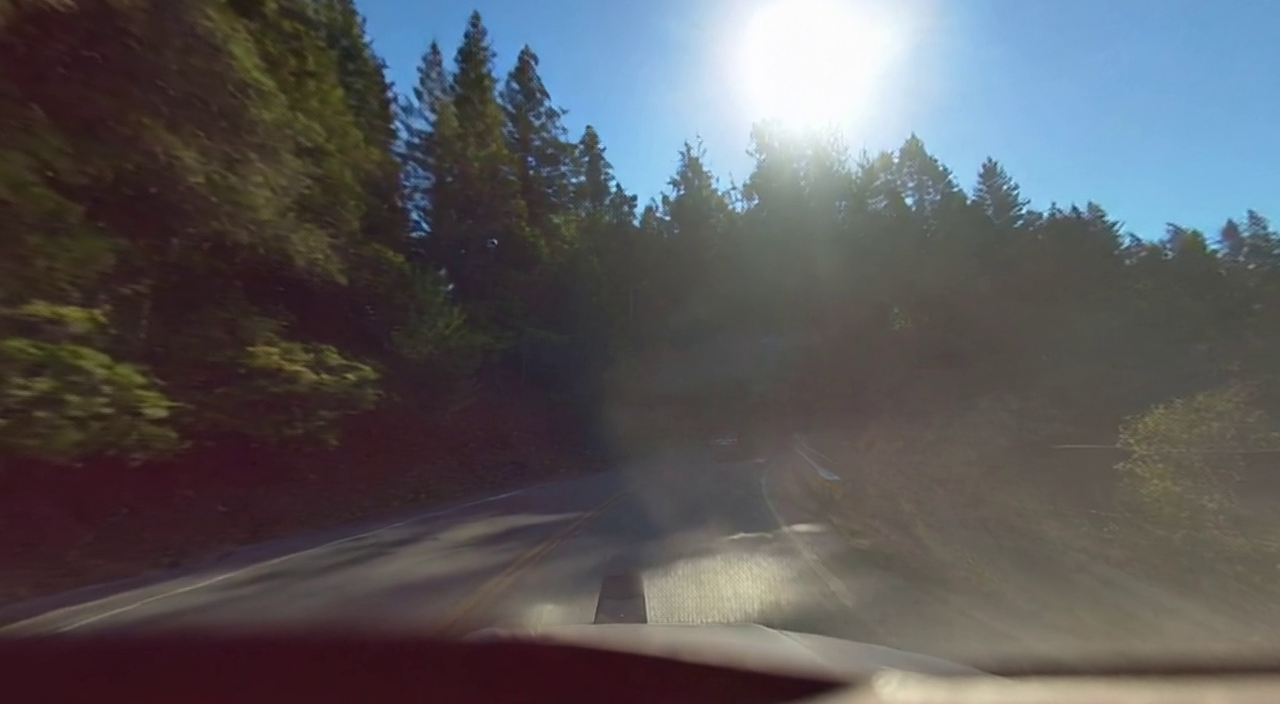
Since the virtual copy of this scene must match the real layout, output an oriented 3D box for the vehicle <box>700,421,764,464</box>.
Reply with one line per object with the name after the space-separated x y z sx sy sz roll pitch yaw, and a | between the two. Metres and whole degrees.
4.768 4.627 31.946 2.469 1.953 5.605 -3 -9 15 | vehicle
